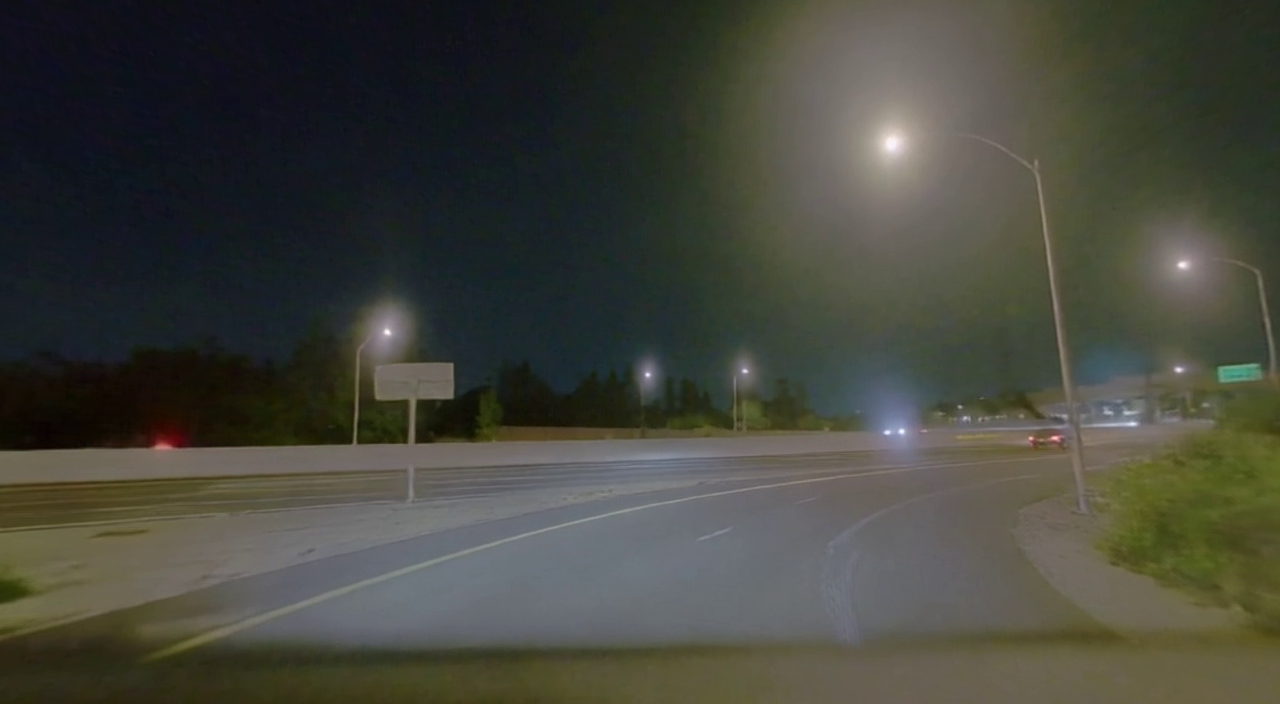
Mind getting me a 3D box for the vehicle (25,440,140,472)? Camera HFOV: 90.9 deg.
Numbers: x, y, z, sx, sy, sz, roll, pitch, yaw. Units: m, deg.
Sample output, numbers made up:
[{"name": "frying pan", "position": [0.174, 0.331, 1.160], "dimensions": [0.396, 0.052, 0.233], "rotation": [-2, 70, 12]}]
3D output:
[{"name": "vehicle", "position": [-26.564, 4.963, 30.221], "dimensions": [3.706, 1.442, 1.743], "rotation": [4, -10, -29]}]
